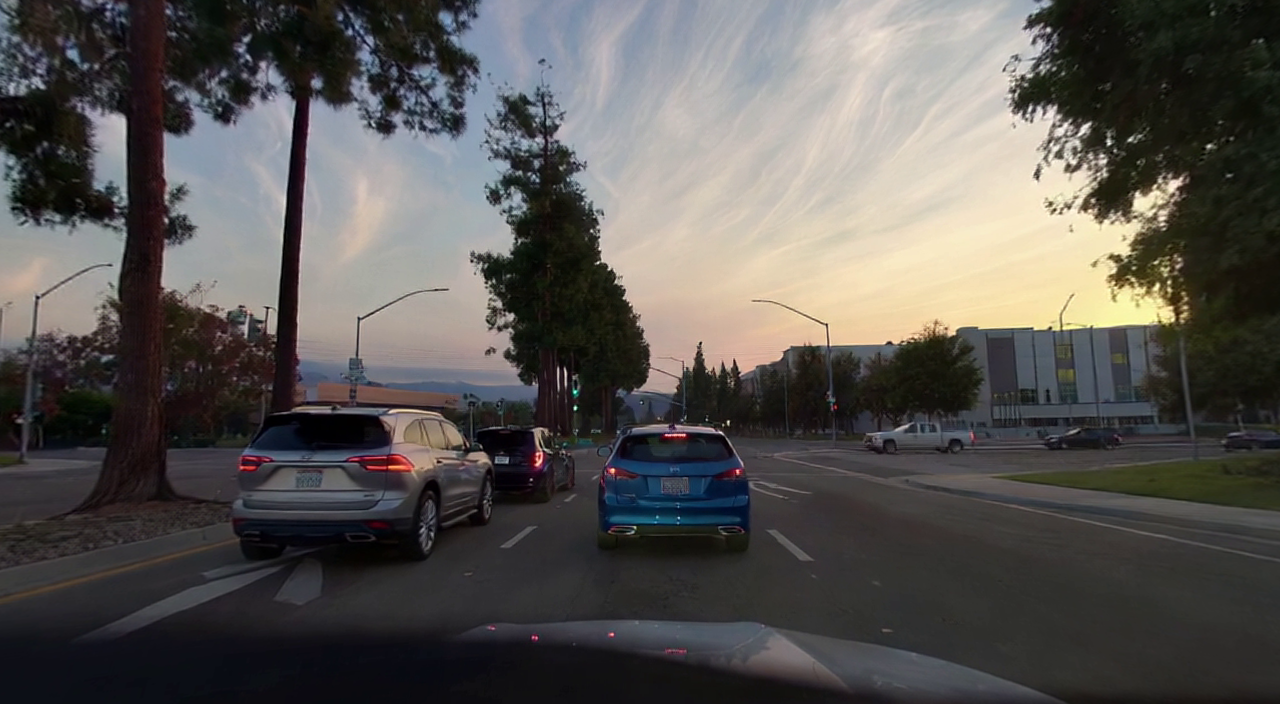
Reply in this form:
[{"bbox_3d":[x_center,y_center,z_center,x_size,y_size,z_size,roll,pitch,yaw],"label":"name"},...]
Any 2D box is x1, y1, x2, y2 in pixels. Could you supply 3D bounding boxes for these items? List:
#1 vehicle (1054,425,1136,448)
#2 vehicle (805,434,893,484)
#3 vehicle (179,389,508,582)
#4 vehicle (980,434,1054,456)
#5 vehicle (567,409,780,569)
[{"bbox_3d":[33.250,6.233,46.136,4.632,1.580,1.801,-5,-10,31],"label":"vehicle"},{"bbox_3d":[7.436,3.839,22.840,2.067,1.599,4.251,-1,-8,5],"label":"vehicle"},{"bbox_3d":[-3.264,1.582,8.200,2.085,1.812,4.388,0,-8,0],"label":"vehicle"},{"bbox_3d":[24.826,6.170,41.566,3.944,1.398,1.701,-4,-9,24],"label":"vehicle"},{"bbox_3d":[0.360,1.730,8.667,2.189,1.649,4.171,0,-8,1],"label":"vehicle"}]
